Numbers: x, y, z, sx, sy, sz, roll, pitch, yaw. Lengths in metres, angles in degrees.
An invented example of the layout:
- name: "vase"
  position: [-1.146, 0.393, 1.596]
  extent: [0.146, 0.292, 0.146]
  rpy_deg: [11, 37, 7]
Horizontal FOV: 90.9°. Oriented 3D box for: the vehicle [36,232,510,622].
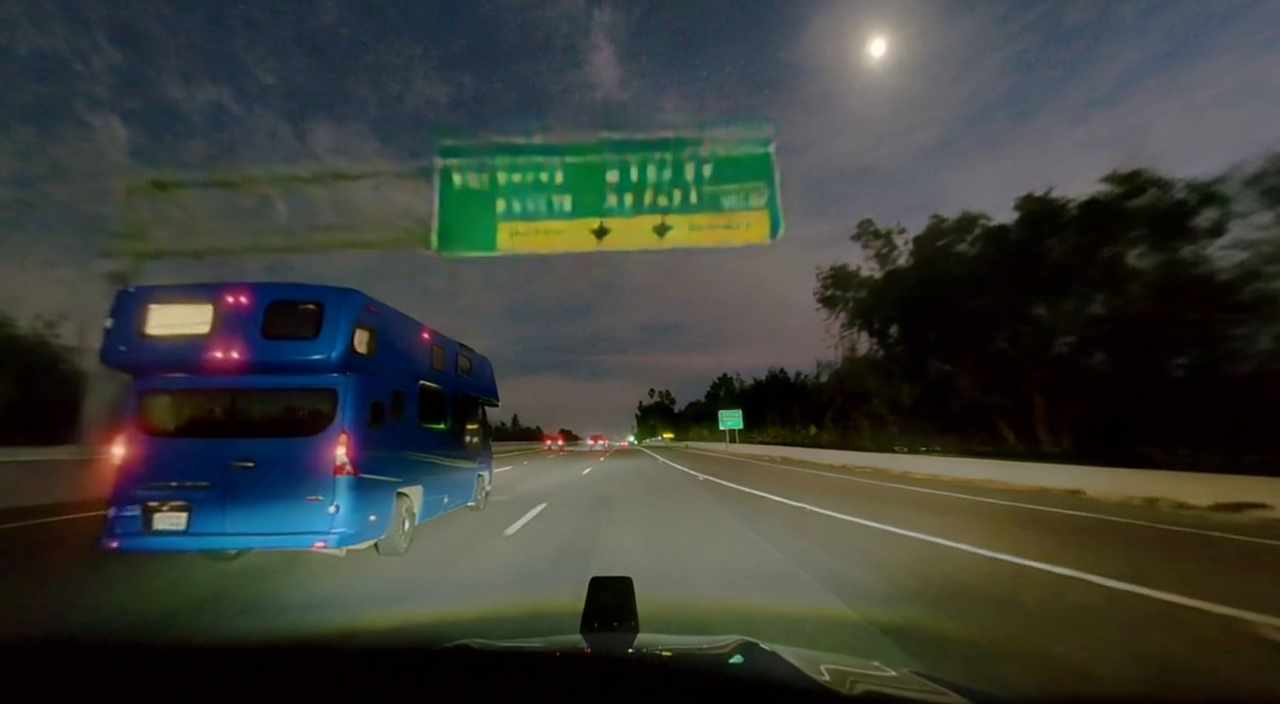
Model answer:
- name: "vehicle"
  position: [-3.874, 0.997, 9.135]
  extent: [2.676, 3.269, 7.388]
  rpy_deg: [-2, -6, -2]
